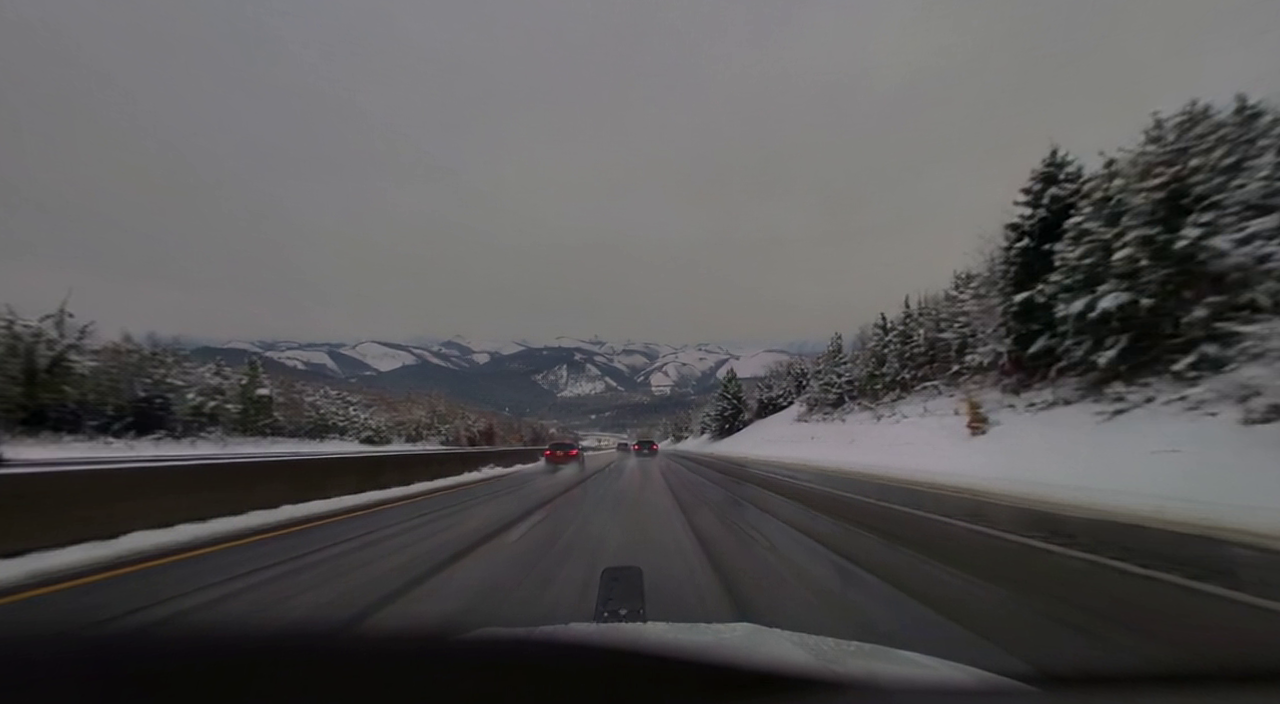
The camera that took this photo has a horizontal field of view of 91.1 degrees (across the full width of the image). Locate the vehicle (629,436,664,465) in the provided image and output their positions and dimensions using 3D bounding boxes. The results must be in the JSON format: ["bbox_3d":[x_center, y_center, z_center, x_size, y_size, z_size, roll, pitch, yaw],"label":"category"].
[{"bbox_3d":[0.377,6.704,42.956,2.272,1.836,4.866,0,-8,-1],"label":"vehicle"}]

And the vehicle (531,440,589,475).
[{"bbox_3d":[-3.648,4.916,29.528,2.082,1.485,4.237,0,-8,1],"label":"vehicle"}]
